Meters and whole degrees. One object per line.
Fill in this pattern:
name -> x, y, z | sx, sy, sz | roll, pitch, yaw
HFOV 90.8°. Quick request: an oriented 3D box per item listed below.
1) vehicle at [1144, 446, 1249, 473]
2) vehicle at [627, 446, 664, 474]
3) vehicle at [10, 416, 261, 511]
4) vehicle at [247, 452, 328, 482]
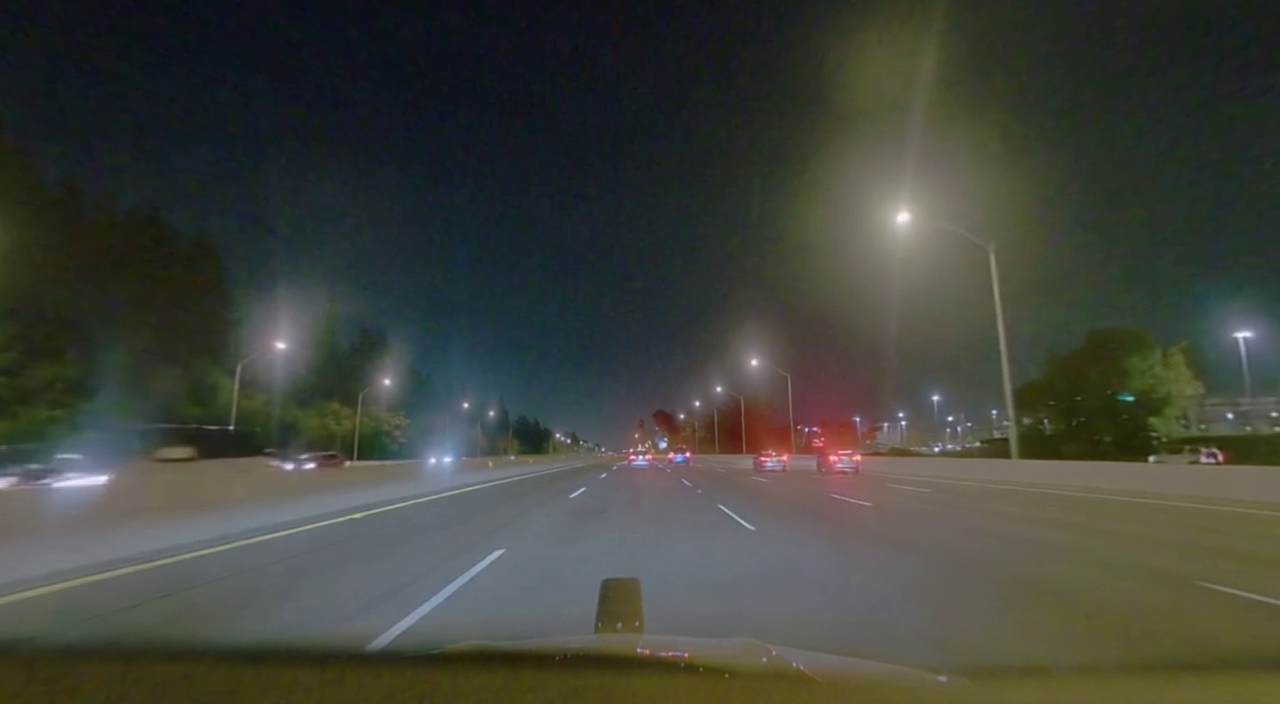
vehicle -> 31.770, 6.123, 36.251 | 1.886, 1.450, 4.349 | 0, -9, -3
vehicle -> 0.277, 6.989, 41.207 | 2.124, 1.673, 4.545 | 0, -9, -3
vehicle -> -9.838, 2.205, 12.851 | 1.853, 1.600, 4.030 | 0, -8, -2
vehicle -> -18.076, 5.875, 32.612 | 1.745, 1.302, 4.212 | 0, -8, 0
